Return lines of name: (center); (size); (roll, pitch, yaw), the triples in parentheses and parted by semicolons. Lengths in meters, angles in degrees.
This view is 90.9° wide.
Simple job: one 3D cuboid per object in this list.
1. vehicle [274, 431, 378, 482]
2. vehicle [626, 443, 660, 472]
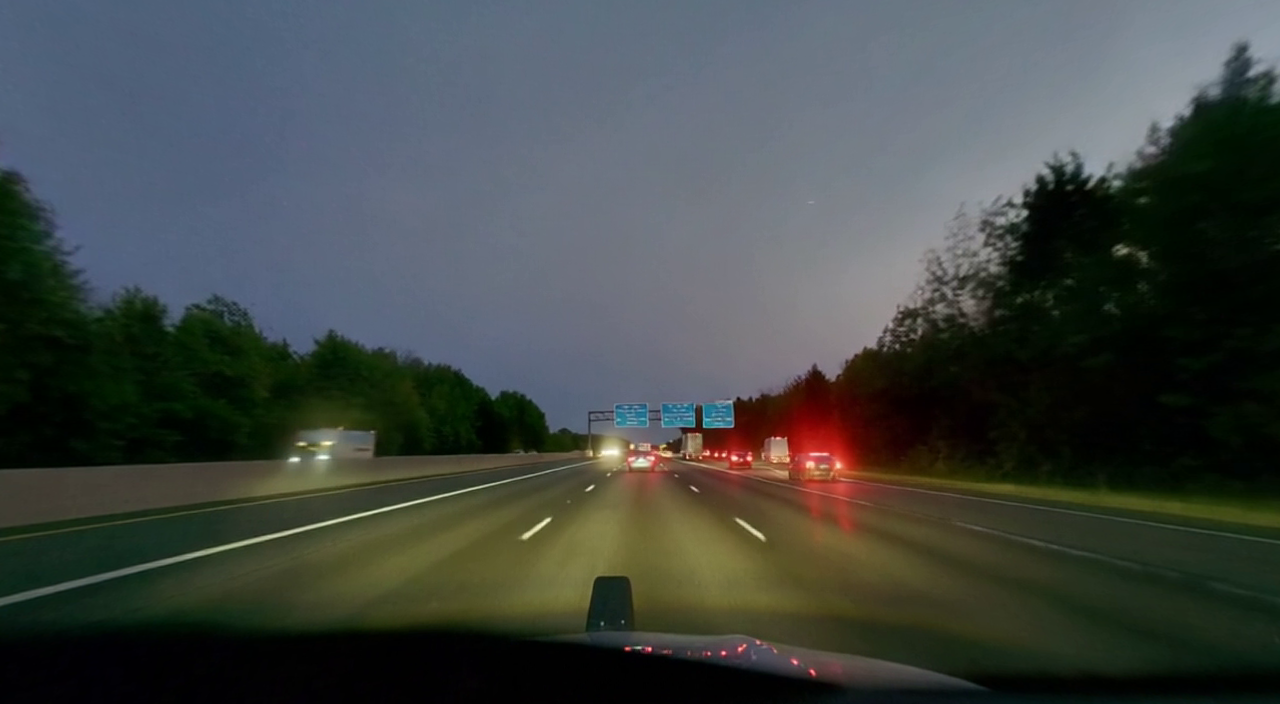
vehicle: (-18.246, 6.122, 37.190); (2.512, 2.670, 6.751); (0, -9, 1)
vehicle: (0.205, 7.097, 42.595); (2.167, 1.847, 4.097); (0, -9, 0)
